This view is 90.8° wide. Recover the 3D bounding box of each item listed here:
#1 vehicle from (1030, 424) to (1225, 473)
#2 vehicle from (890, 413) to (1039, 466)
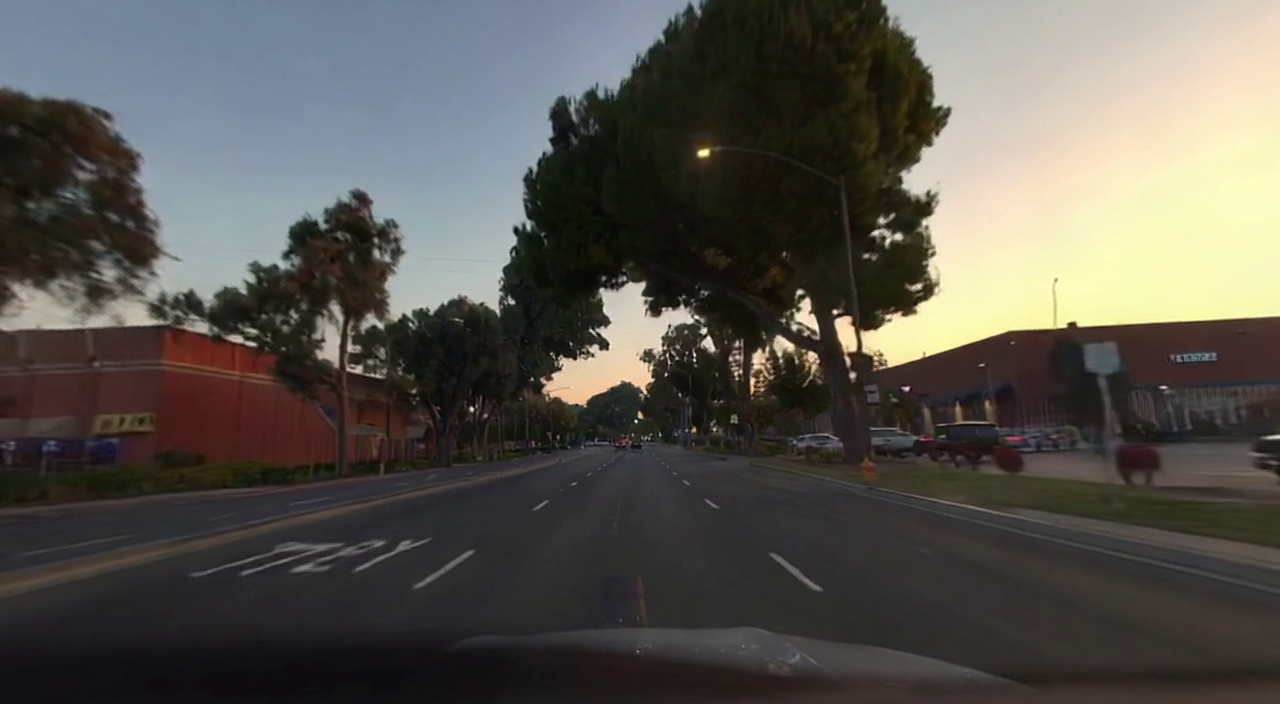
[{"bbox_3d":[15.977,3.192,20.918,4.634,1.512,2.178,0,-8,-1],"label":"vehicle"},{"bbox_3d":[15.598,4.226,30.644,5.797,2.052,2.329,-4,-8,1],"label":"vehicle"}]
